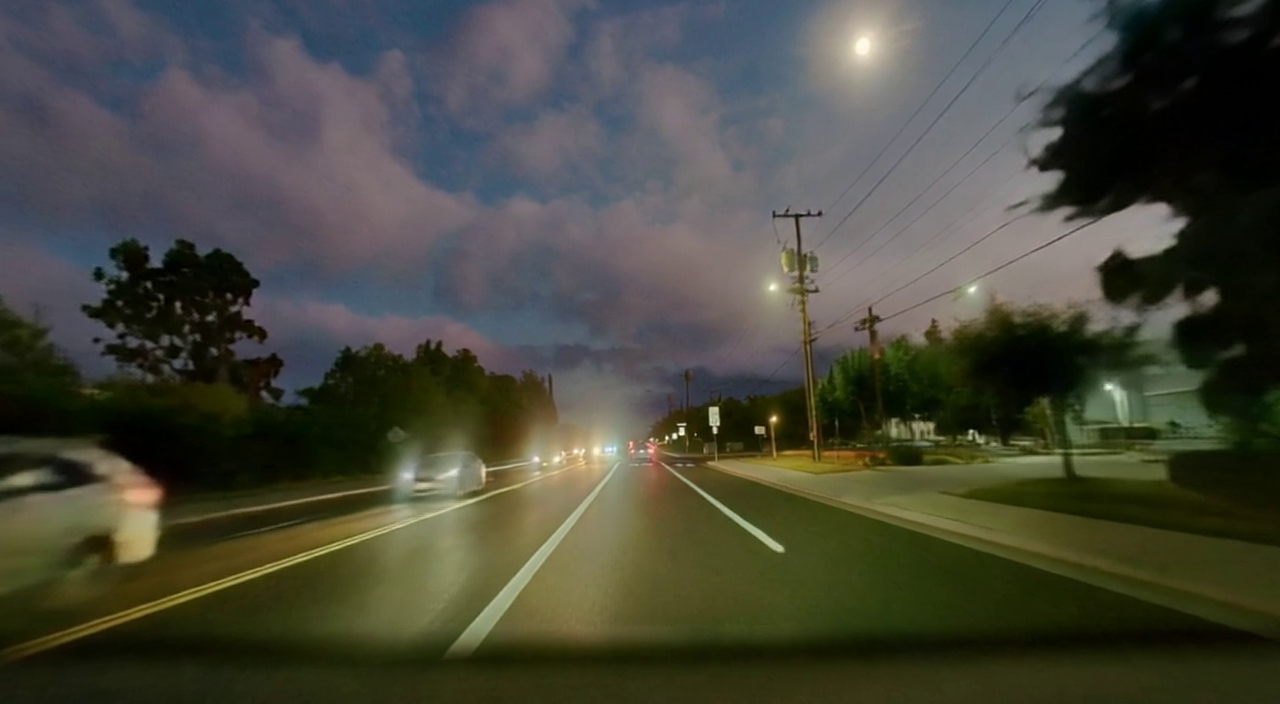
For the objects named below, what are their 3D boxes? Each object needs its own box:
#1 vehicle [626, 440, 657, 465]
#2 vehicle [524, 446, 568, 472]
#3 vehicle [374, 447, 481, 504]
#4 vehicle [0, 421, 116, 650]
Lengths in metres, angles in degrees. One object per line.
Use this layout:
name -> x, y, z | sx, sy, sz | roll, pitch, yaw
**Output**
vehicle -> 0.087, 7.459, 46.927 | 2.163, 1.746, 4.073 | 0, -8, -1
vehicle -> -5.736, 6.598, 39.102 | 2.030, 1.445, 4.321 | -1, -8, 1
vehicle -> -6.222, 3.618, 18.987 | 1.933, 1.492, 3.755 | -1, -8, 0
vehicle -> -5.471, 1.168, 3.452 | 1.792, 1.628, 4.000 | 0, -8, -1
